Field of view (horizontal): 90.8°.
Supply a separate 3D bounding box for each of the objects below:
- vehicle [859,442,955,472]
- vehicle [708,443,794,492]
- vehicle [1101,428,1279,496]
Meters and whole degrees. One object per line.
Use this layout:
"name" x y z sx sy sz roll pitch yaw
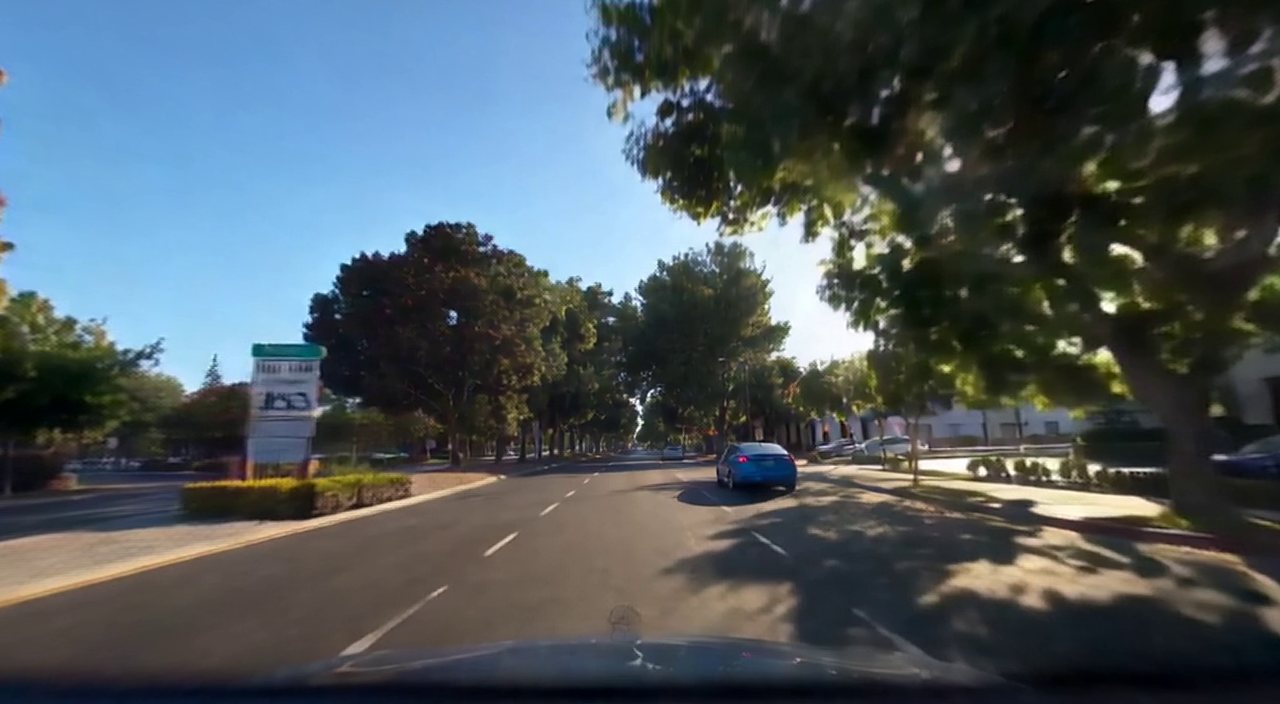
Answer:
"vehicle" 15.847 6.221 37.669 4.684 1.448 2.090 -3 -8 -3
"vehicle" 3.695 3.923 21.931 2.033 1.482 4.571 0 -8 -2
"vehicle" 15.615 2.950 17.178 4.404 1.687 2.206 0 -8 -2
